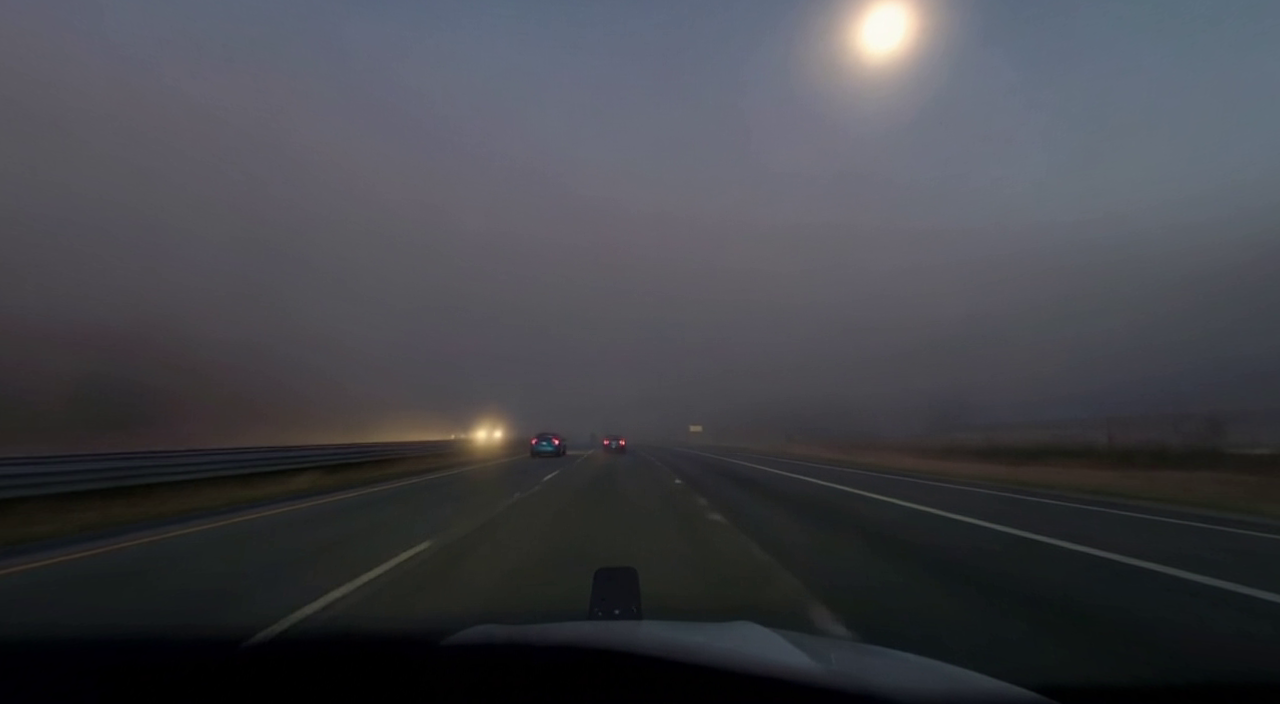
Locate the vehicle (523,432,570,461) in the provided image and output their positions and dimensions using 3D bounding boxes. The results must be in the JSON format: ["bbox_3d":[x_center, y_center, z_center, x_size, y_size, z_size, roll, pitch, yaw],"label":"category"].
[{"bbox_3d":[-5.247,5.382,36.108,2.141,1.534,5.099,0,-8,-2],"label":"vehicle"}]
